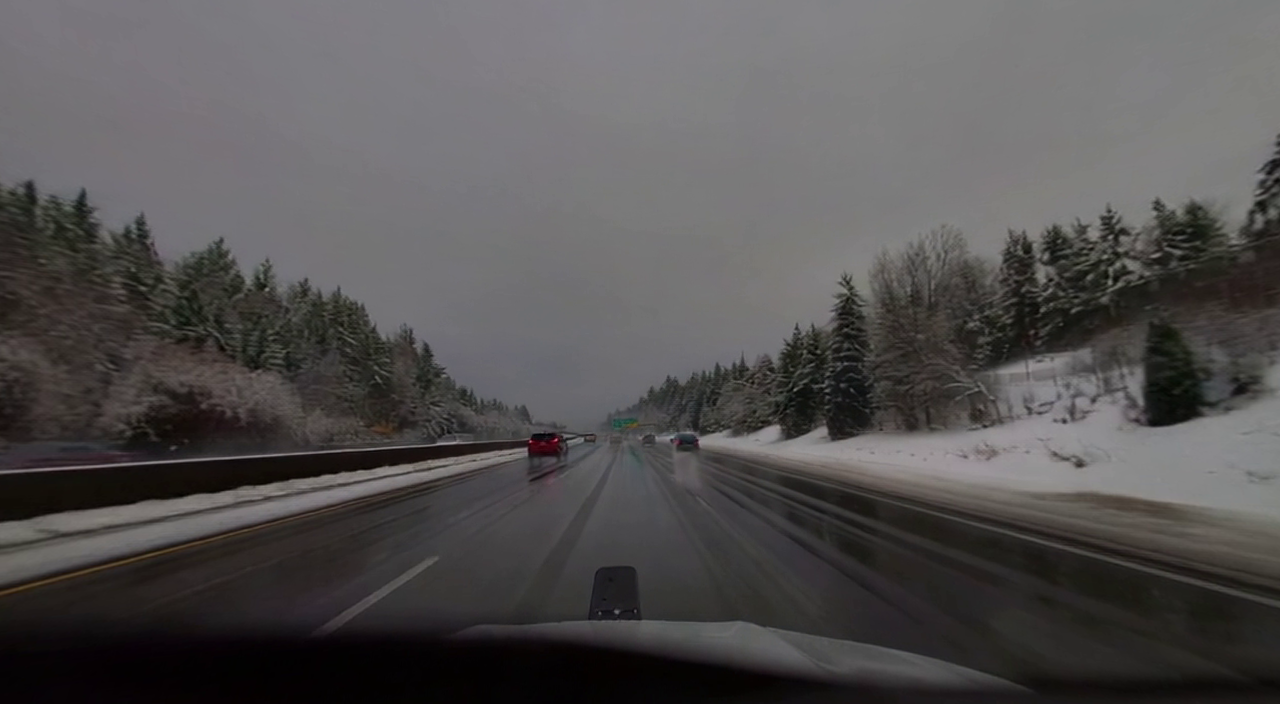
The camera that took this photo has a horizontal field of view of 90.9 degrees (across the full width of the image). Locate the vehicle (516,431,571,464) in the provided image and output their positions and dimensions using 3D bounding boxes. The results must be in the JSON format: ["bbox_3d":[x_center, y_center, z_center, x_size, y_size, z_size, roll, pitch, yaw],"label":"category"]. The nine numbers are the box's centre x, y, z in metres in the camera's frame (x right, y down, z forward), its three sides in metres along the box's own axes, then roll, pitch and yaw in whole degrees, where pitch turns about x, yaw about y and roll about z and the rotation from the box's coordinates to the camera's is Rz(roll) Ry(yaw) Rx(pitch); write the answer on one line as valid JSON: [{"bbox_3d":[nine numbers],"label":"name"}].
[{"bbox_3d":[-4.741,4.739,31.651,2.023,1.512,4.804,0,-8,0],"label":"vehicle"}]

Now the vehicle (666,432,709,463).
[{"bbox_3d":[2.361,4.771,31.845,1.869,1.466,3.356,0,-8,-1],"label":"vehicle"}]
